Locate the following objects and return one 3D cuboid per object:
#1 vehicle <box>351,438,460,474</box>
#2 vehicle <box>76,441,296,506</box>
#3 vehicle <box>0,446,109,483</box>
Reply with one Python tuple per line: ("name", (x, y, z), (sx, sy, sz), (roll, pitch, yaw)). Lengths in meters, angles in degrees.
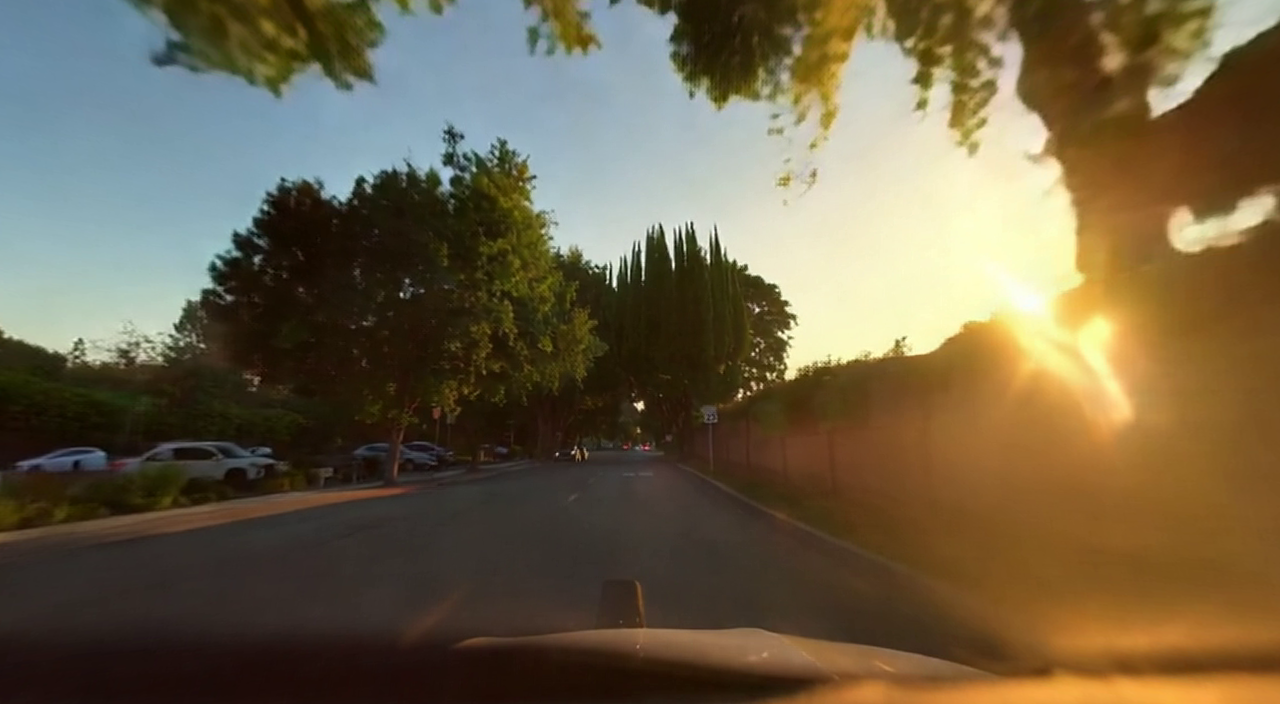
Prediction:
("vehicle", (-13.585, 6.074, 36.887), (5.428, 1.908, 2.196), (1, -8, -1))
("vehicle", (-13.184, 3.519, 18.609), (4.870, 1.767, 2.120), (-1, -8, 2))
("vehicle", (-26.879, 4.960, 28.071), (4.736, 1.516, 1.937), (0, -8, 0))
